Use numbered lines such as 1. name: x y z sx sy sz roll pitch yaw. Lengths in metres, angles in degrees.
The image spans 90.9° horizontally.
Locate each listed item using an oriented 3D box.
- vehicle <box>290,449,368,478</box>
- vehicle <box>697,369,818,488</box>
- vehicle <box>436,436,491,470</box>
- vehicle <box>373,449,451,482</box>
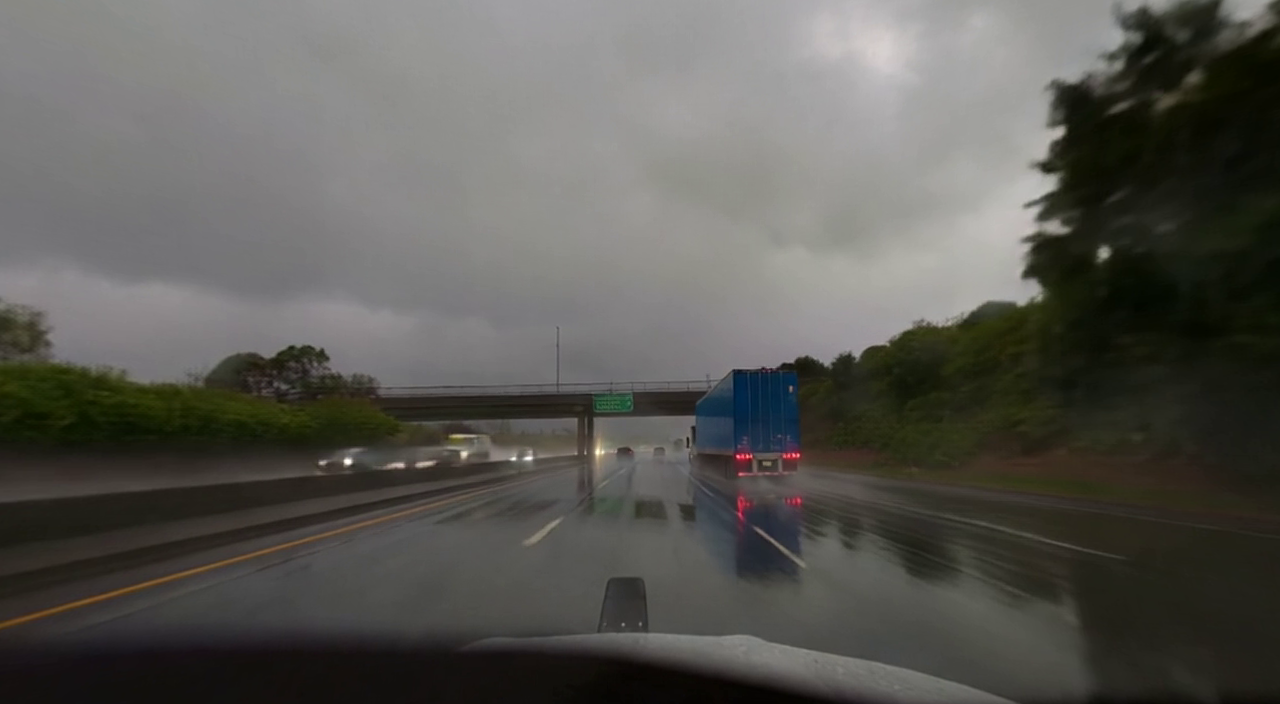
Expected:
1. vehicle: -17.543 6.298 35.849 1.981 1.481 4.641 0 -9 1
2. vehicle: 4.618 3.684 28.600 2.825 4.054 14.210 0 -9 0
3. vehicle: -13.751 7.937 49.627 2.326 2.525 6.173 0 -9 2
4. vehicle: -10.600 5.304 29.694 1.954 1.449 4.358 0 -9 1
